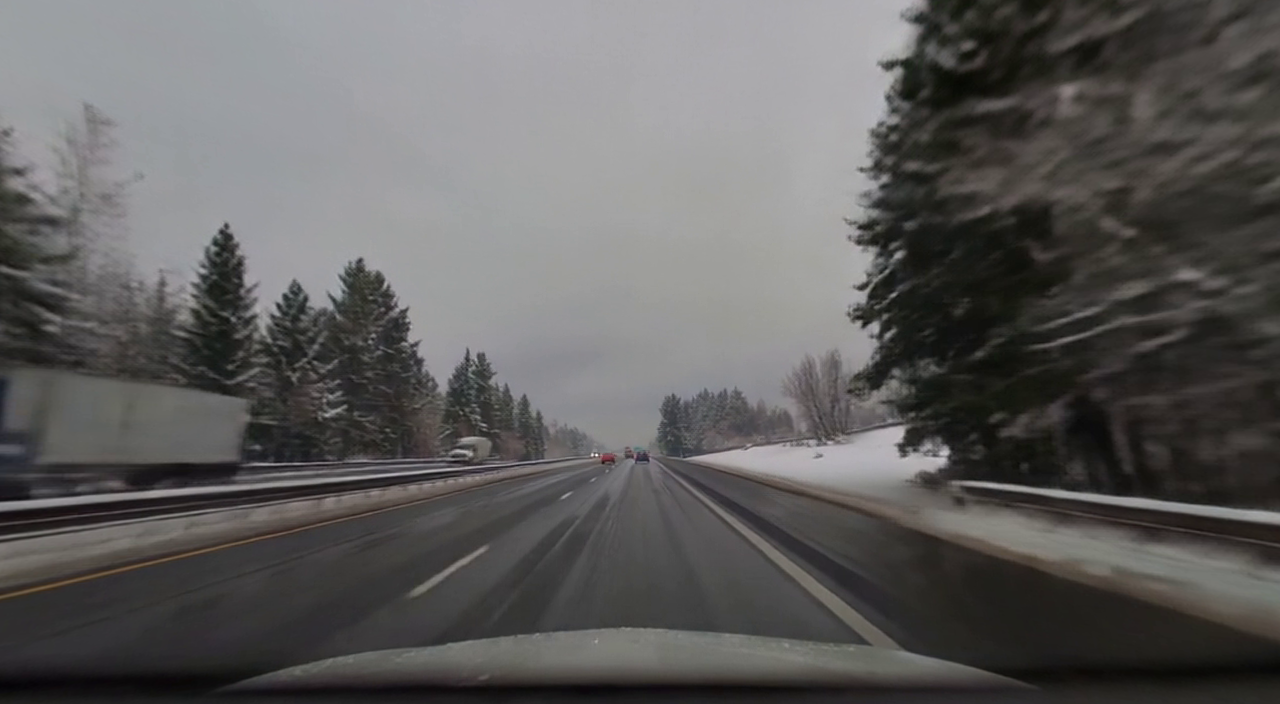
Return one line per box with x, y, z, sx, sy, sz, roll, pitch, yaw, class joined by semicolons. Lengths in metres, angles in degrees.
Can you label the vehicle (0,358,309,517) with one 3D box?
-16.914;3.098;21.698;2.842;3.828;14.939;-1;-9;0;vehicle
